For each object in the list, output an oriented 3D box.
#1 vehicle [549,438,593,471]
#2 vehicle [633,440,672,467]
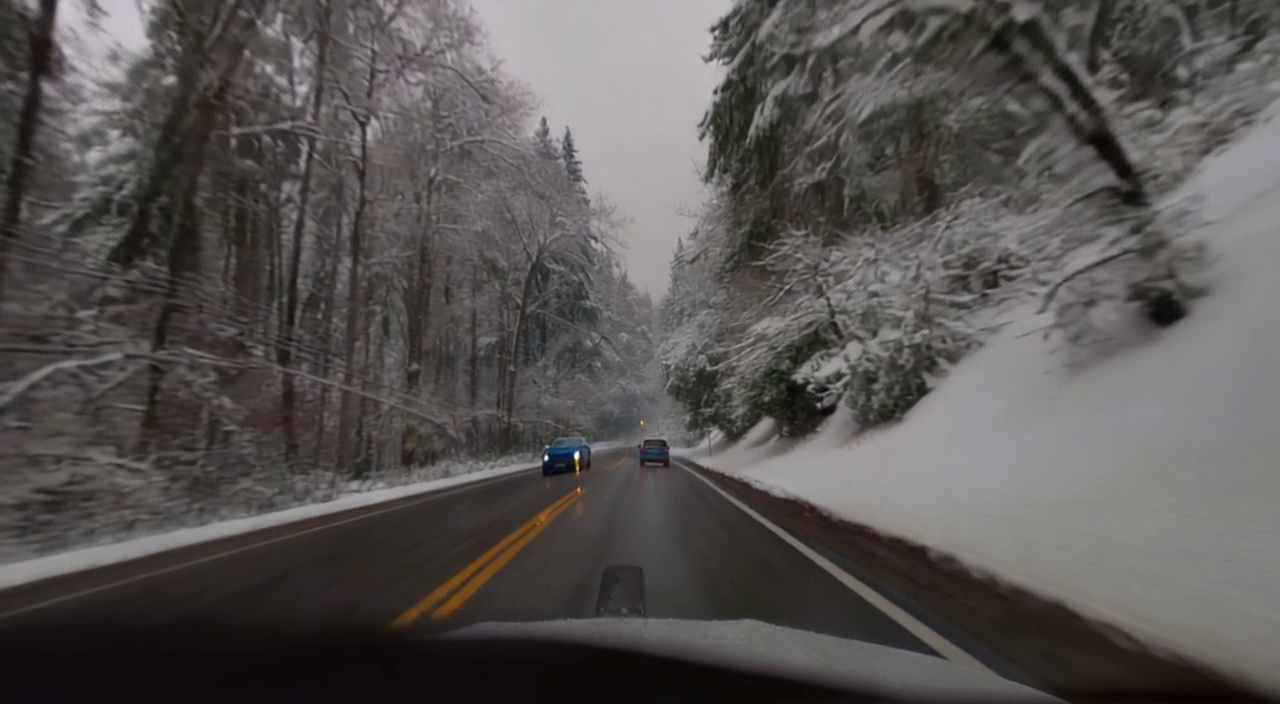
[{"bbox_3d":[-3.733,5.577,34.755,1.953,1.676,4.508,0,-8,0],"label":"vehicle"},{"bbox_3d":[0.686,5.937,37.220,2.120,1.491,4.349,0,-8,-1],"label":"vehicle"}]
